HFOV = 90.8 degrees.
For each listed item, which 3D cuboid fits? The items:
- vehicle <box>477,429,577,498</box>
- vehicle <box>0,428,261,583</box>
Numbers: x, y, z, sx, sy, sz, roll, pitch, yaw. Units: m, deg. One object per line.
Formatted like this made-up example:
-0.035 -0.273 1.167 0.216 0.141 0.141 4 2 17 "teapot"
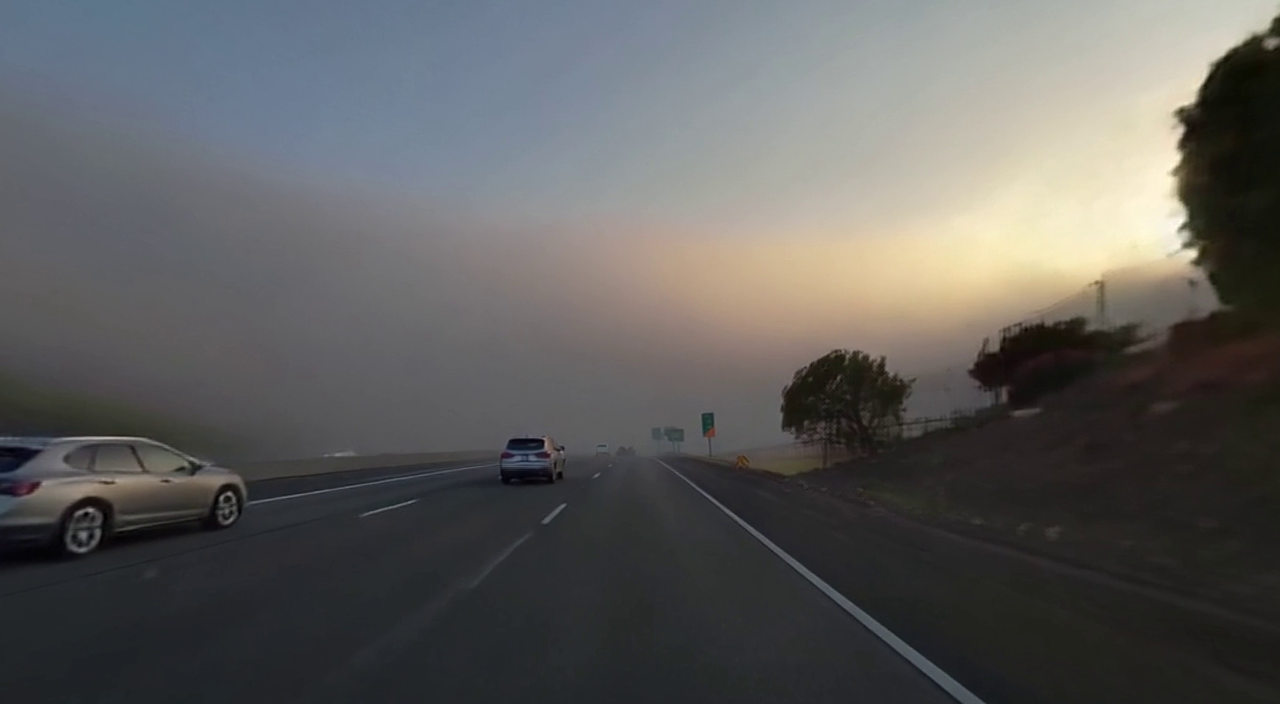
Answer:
-3.182 3.256 18.846 2.029 1.753 4.718 0 -8 1 "vehicle"
-7.273 1.803 8.166 1.930 1.508 4.567 0 -8 0 "vehicle"
